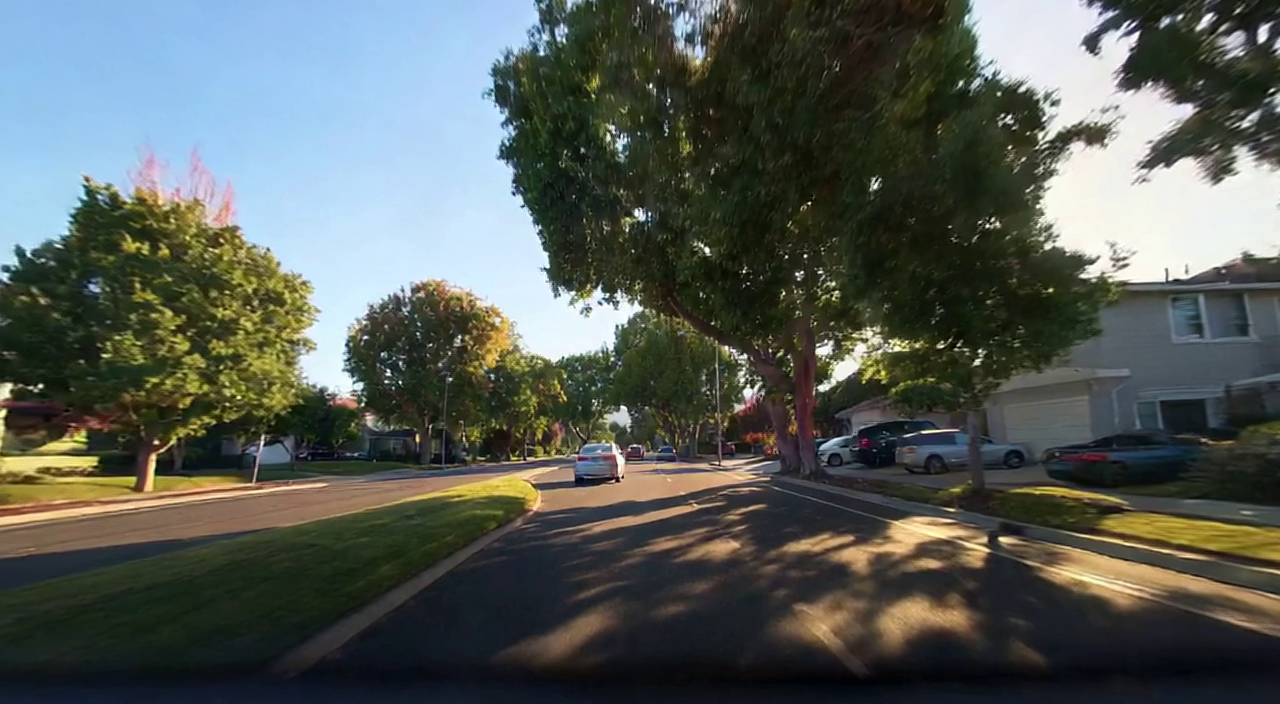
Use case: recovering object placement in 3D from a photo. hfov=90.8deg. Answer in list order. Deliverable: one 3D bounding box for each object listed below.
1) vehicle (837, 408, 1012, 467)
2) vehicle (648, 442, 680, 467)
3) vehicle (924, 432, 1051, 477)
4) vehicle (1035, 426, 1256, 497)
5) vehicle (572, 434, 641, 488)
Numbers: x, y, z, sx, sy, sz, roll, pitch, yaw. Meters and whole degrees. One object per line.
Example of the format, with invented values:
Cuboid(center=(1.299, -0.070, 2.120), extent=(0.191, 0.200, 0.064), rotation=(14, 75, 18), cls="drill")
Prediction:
Cuboid(center=(11.806, 3.653, 26.693), extent=(2.483, 2.209, 6.171), rotation=(8, -11, -42), cls="vehicle")
Cuboid(center=(1.567, 6.864, 42.427), extent=(2.003, 1.614, 4.072), rotation=(0, -8, 1), cls="vehicle")
Cuboid(center=(12.164, 3.590, 22.246), extent=(1.740, 1.431, 3.431), rotation=(8, -11, -42), cls="vehicle")
Cuboid(center=(12.013, 2.592, 15.223), extent=(3.848, 1.459, 1.951), rotation=(-7, -11, 41), cls="vehicle")
Cuboid(center=(-1.279, 3.890, 22.882), extent=(2.205, 1.706, 4.904), rotation=(1, -8, -5), cls="vehicle")
